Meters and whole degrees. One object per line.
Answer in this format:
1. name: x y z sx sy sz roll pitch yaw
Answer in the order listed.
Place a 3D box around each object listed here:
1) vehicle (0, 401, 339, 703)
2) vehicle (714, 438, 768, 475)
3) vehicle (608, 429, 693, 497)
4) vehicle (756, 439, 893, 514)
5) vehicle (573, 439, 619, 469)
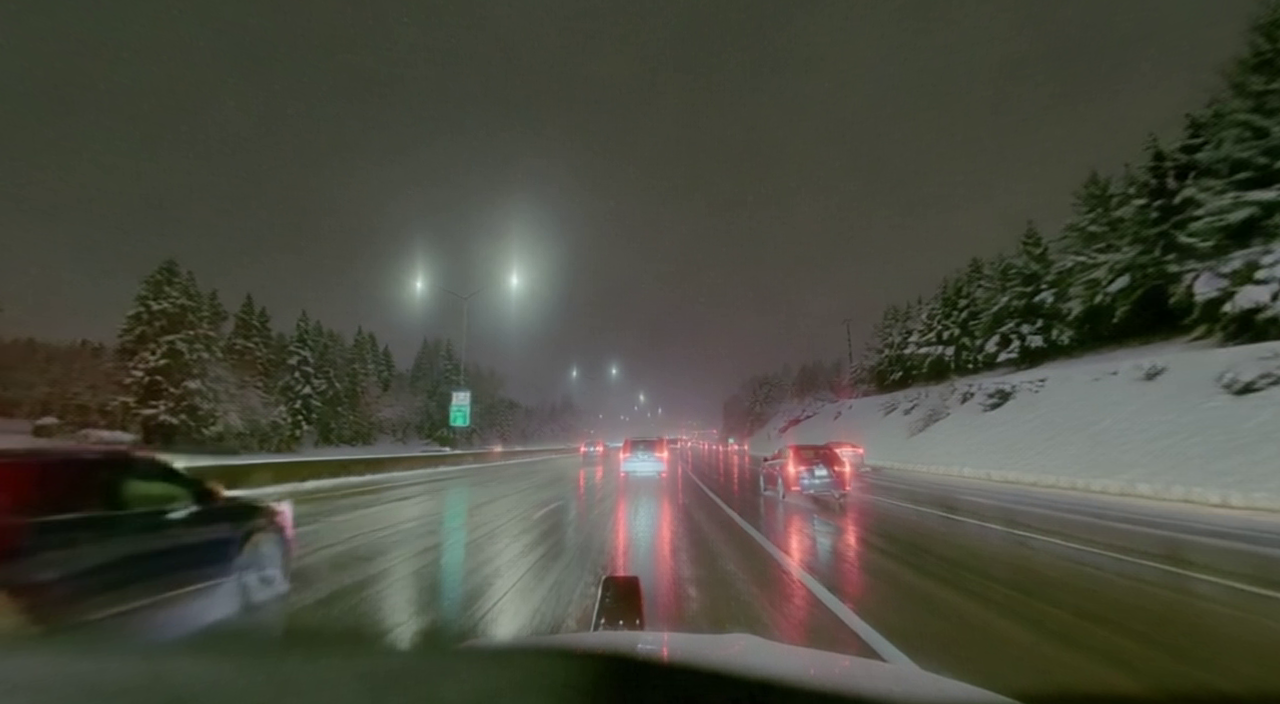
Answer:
1. vehicle: -3.798 1.086 3.585 2.012 1.495 4.169 0 -9 1
2. vehicle: 4.926 5.174 31.354 2.063 1.710 4.591 0 -9 2
3. vehicle: 0.325 3.171 18.289 2.181 1.728 3.970 0 -9 1
4. vehicle: 4.180 2.889 15.114 1.999 1.514 4.338 0 -9 0
5. vehicle: -2.550 6.092 37.627 2.128 1.627 4.697 0 -9 4
